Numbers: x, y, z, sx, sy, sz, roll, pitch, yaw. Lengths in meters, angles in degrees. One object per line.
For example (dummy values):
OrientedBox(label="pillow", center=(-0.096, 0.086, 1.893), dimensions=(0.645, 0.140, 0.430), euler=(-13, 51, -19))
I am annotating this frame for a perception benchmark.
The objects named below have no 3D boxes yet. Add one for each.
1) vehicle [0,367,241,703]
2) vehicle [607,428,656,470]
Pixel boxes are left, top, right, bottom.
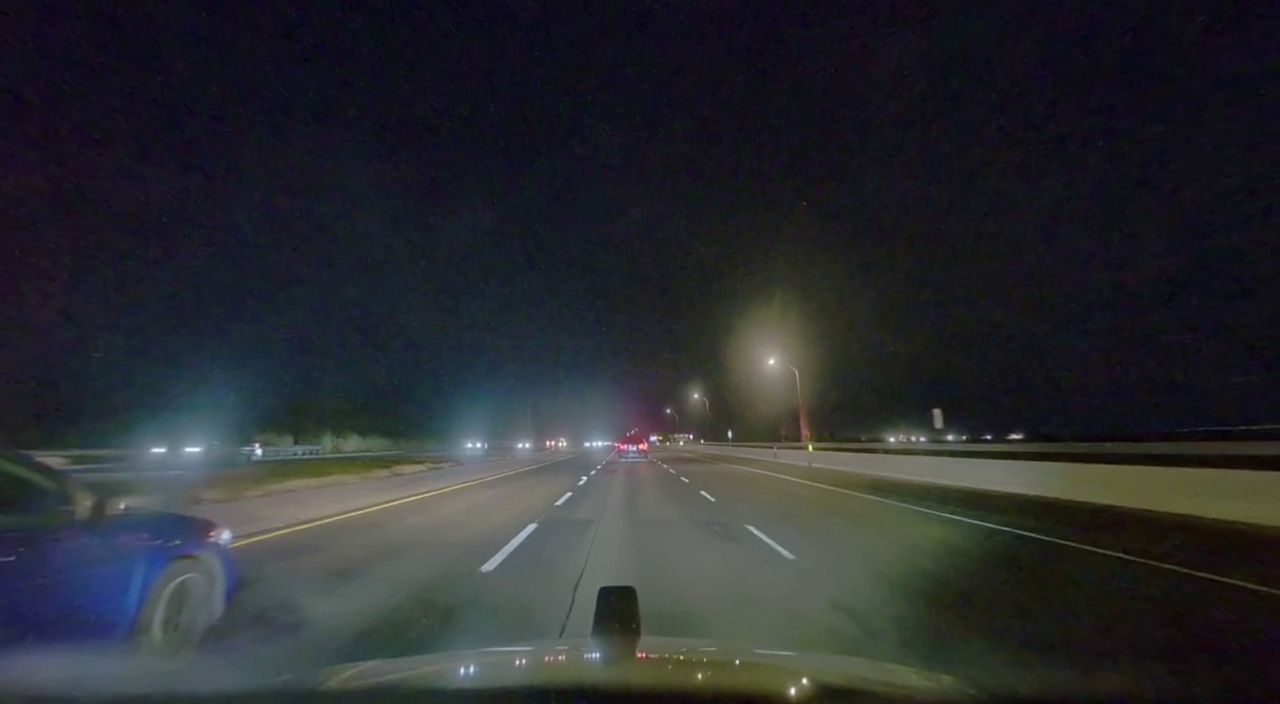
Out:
OrientedBox(label="vehicle", center=(-3.428, 0.758, 1.582), dimensions=(2.039, 1.602, 4.317), euler=(0, -8, -1))
OrientedBox(label="vehicle", center=(-0.501, 5.001, 32.658), dimensions=(2.382, 1.973, 4.439), euler=(0, -8, -2))
